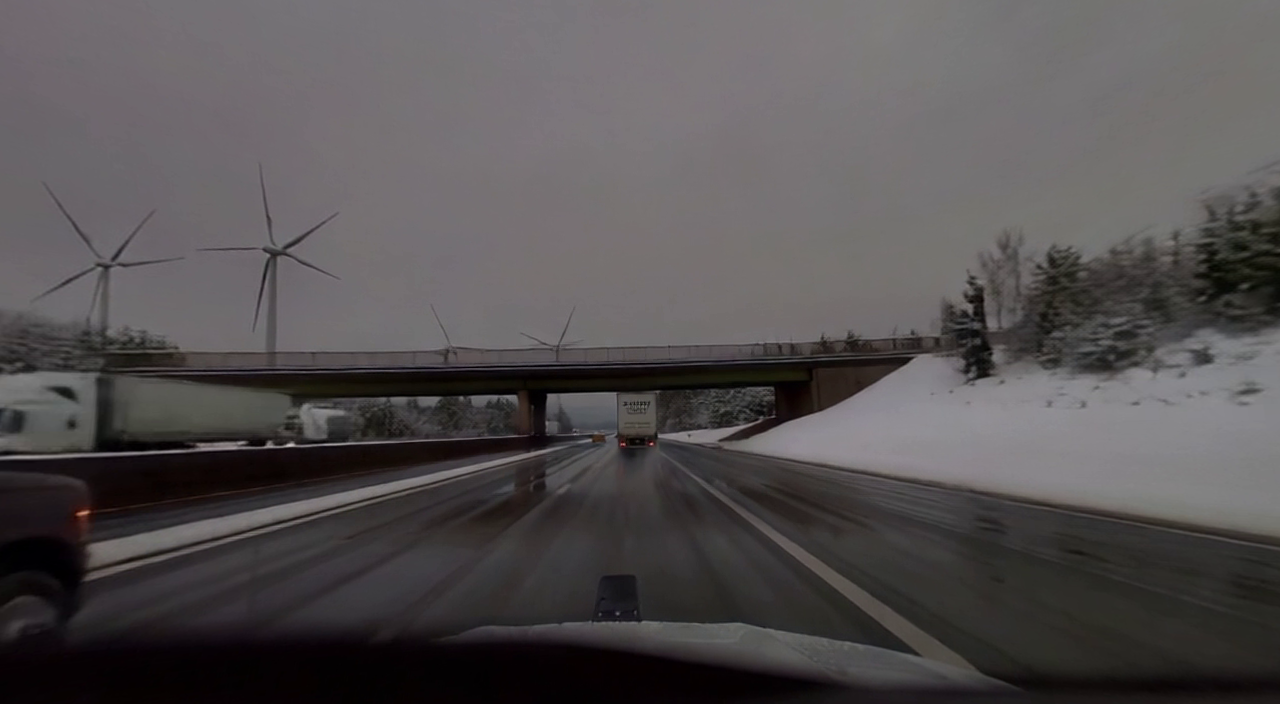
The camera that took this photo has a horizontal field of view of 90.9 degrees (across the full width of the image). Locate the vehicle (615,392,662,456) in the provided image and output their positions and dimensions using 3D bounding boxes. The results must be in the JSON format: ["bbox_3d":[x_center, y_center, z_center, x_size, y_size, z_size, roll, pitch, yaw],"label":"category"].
[{"bbox_3d":[-0.242,5.391,45.787,2.906,3.990,12.551,0,-8,-1],"label":"vehicle"}]

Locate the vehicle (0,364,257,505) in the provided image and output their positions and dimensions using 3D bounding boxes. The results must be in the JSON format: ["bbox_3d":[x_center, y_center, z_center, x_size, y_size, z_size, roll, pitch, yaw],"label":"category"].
[{"bbox_3d":[-16.586,2.623,20.048,2.928,3.408,9.523,0,-8,-1],"label":"vehicle"}]

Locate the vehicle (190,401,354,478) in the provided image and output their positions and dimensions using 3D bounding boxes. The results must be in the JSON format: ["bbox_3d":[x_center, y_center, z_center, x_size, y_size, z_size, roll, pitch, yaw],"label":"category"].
[{"bbox_3d":[-16.770,4.088,29.658,2.855,3.104,8.039,0,-8,0],"label":"vehicle"}]
